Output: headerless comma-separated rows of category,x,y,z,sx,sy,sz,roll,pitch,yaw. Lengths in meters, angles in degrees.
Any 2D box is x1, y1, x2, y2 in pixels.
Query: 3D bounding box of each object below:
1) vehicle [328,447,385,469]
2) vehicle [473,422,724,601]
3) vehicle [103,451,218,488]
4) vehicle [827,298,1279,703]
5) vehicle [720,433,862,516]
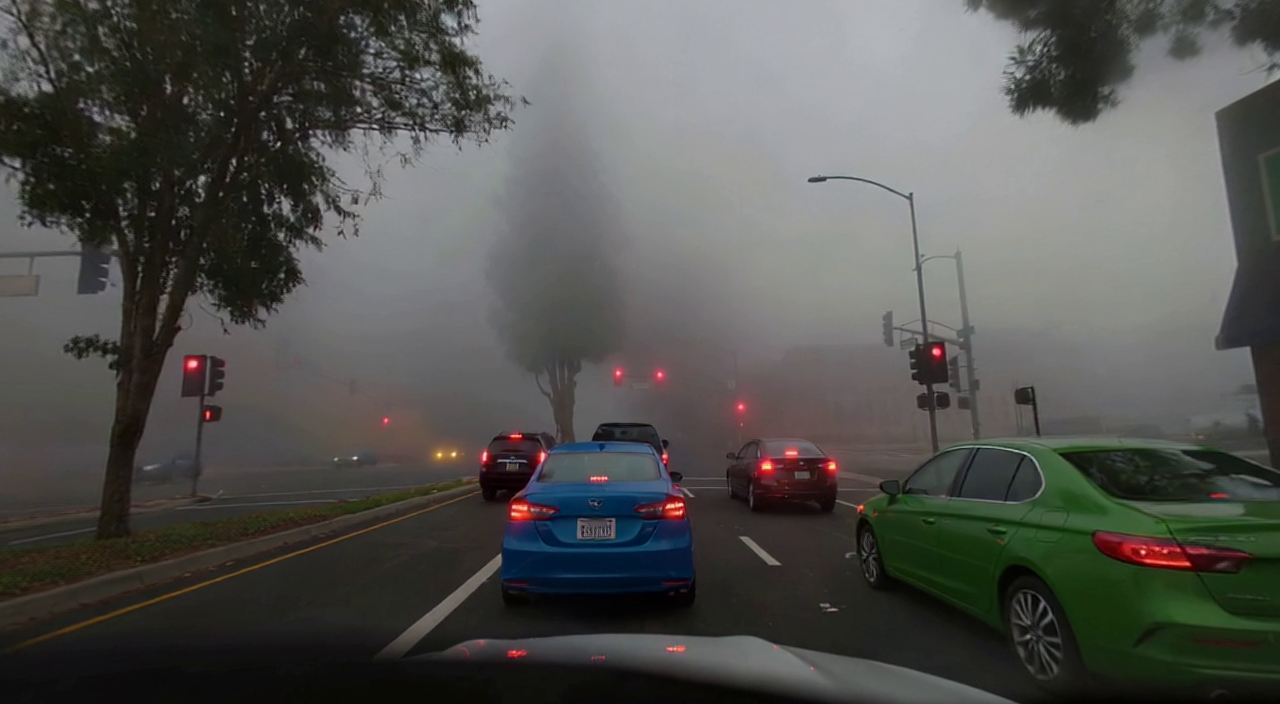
vehicle,-21.654,8.101,48.467,2.091,1.534,4.846,0,-8,1
vehicle,-0.379,1.654,7.410,2.143,1.520,3.848,0,-8,-1
vehicle,-21.925,5.367,29.175,1.863,1.496,4.389,0,-8,0
vehicle,3.574,1.104,5.055,2.572,1.945,5.065,0,-8,0
vehicle,3.163,2.669,14.326,2.026,1.549,4.559,0,-8,-1
